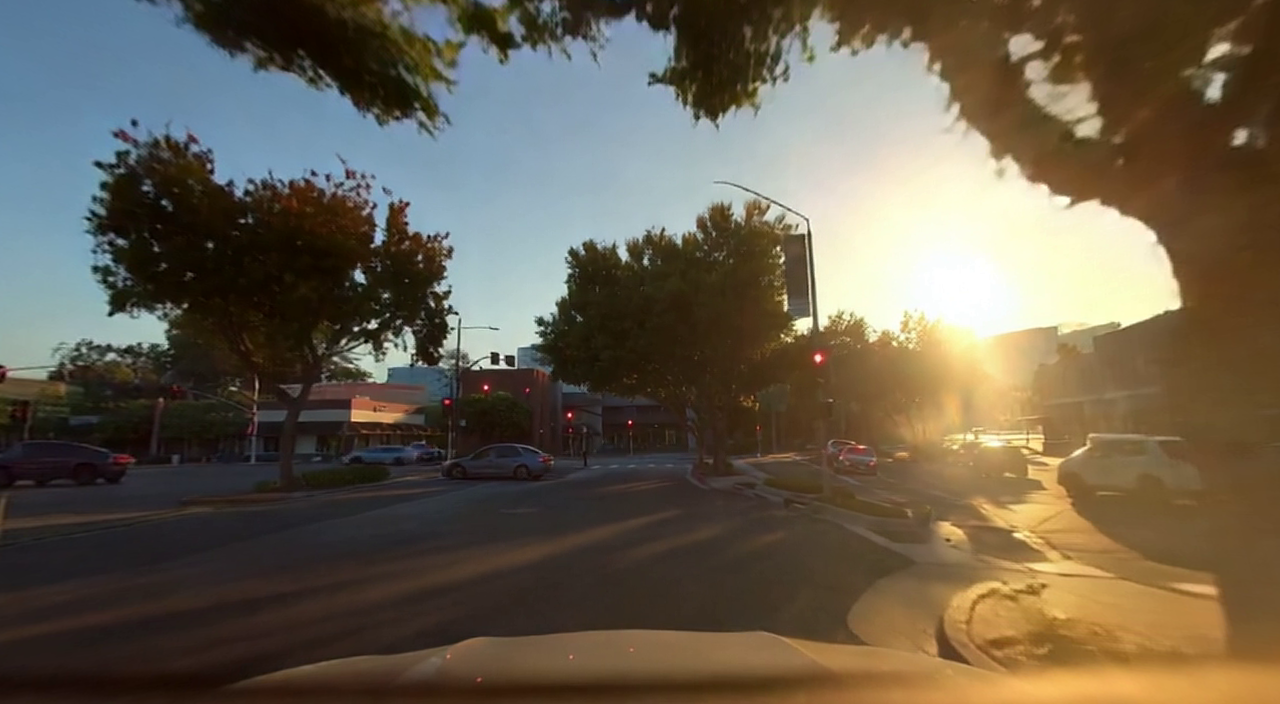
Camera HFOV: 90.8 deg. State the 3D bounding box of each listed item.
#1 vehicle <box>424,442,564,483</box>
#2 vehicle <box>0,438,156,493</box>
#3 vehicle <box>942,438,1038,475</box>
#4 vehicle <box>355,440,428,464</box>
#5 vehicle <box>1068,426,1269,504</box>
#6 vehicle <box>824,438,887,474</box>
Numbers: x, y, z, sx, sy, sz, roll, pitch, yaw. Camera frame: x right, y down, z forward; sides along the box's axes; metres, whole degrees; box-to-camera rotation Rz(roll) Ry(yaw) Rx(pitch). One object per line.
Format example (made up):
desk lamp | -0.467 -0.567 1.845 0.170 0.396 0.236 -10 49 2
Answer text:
vehicle | -5.584 4.219 24.465 4.792 1.468 2.116 -2 -9 12
vehicle | -21.135 4.117 23.416 2.082 1.779 4.841 -1 -9 9
vehicle | 15.168 4.535 27.684 1.951 1.491 4.359 -1 -8 4
vehicle | -18.886 7.610 48.215 4.906 1.784 1.913 2 -9 -14
vehicle | 12.926 2.763 15.909 1.921 1.657 4.400 -2 -9 12
vehicle | 9.905 4.776 29.450 2.061 1.519 4.794 -1 -8 10
